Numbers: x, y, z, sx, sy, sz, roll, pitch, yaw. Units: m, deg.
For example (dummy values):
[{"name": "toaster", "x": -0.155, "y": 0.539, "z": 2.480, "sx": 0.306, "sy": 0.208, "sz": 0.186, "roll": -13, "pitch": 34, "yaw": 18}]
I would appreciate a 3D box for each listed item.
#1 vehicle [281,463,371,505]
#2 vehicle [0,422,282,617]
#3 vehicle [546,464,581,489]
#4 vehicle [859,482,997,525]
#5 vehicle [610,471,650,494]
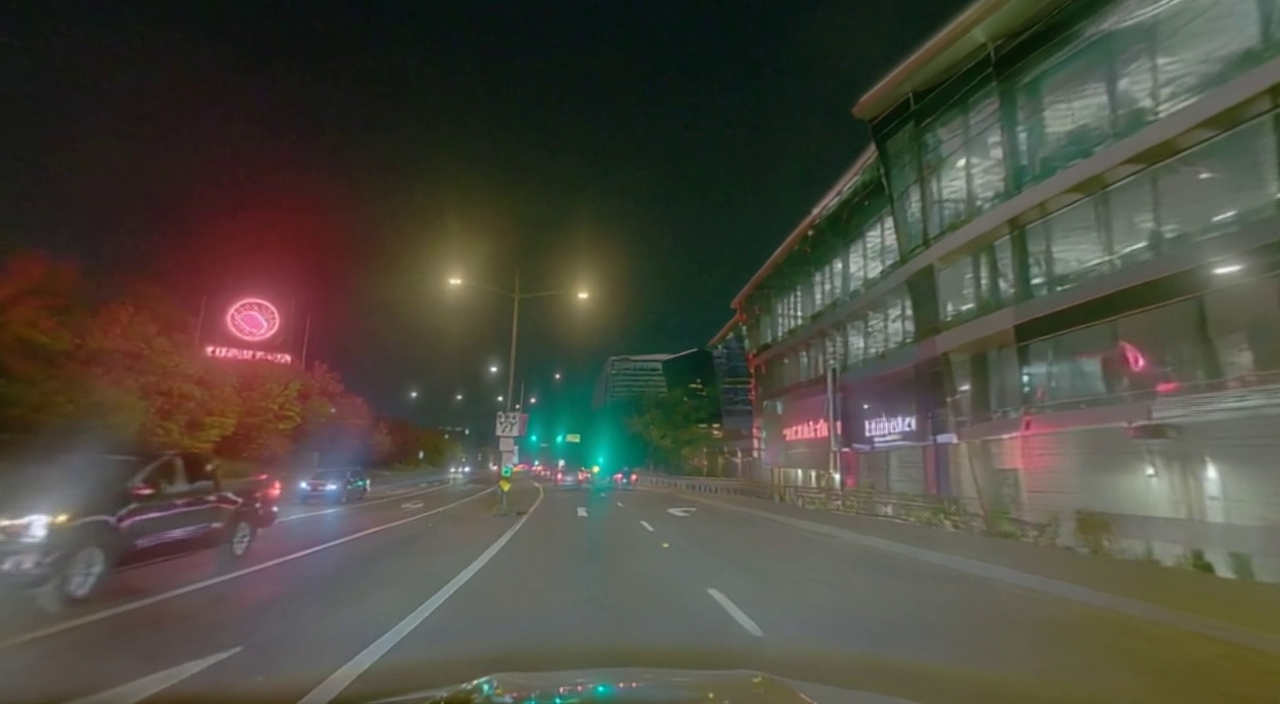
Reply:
[{"name": "vehicle", "x": -12.067, "y": 5.068, "z": 24.419, "sx": 1.839, "sy": 1.456, "sz": 3.859, "roll": 2, "pitch": -10, "yaw": -6}, {"name": "vehicle", "x": -6.632, "y": 1.871, "z": 7.810, "sx": 2.011, "sy": 1.701, "sz": 4.519, "roll": 2, "pitch": -10, "yaw": -6}, {"name": "vehicle", "x": -5.027, "y": 8.110, "z": 41.137, "sx": 2.005, "sy": 1.498, "sz": 3.643, "roll": 3, "pitch": -10, "yaw": -10}, {"name": "vehicle", "x": 10.801, "y": 5.705, "z": 23.790, "sx": 4.302, "sy": 1.456, "sz": 1.832, "roll": 1, "pitch": -10, "yaw": 1}, {"name": "vehicle", "x": -0.584, "y": 7.254, "z": 35.032, "sx": 1.775, "sy": 1.186, "sz": 2.933, "roll": 2, "pitch": -10, "yaw": -10}]
